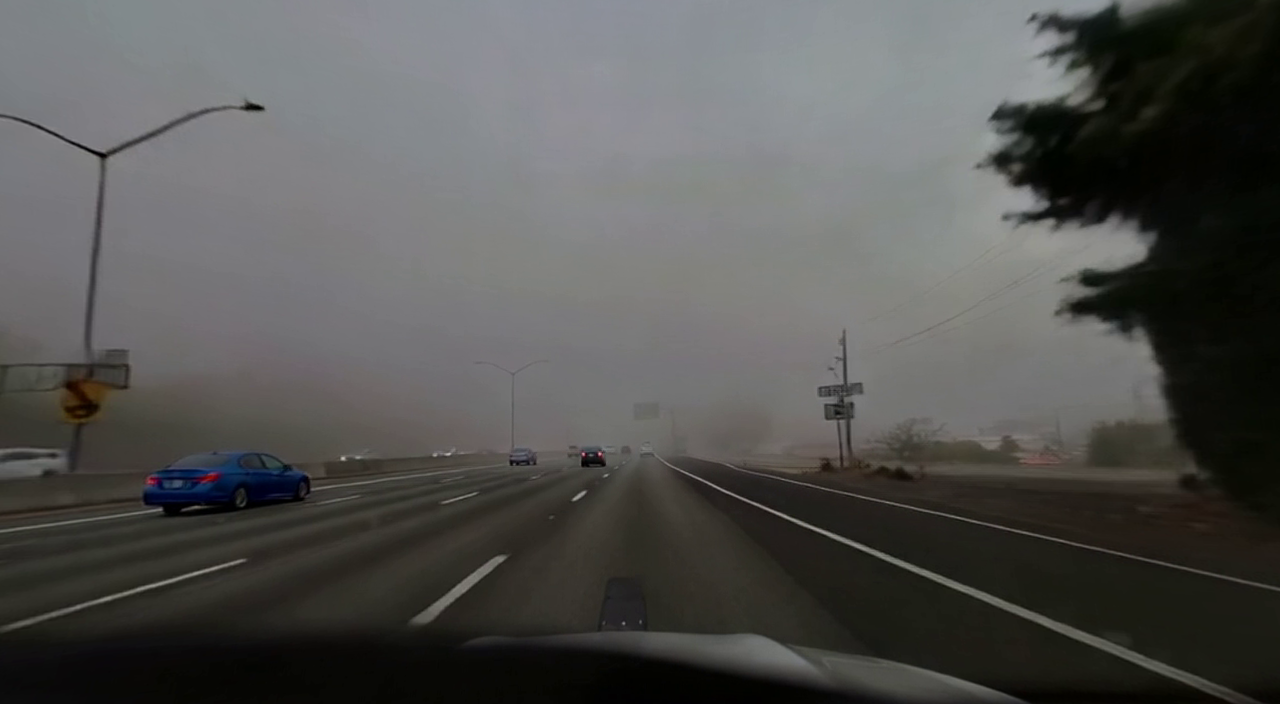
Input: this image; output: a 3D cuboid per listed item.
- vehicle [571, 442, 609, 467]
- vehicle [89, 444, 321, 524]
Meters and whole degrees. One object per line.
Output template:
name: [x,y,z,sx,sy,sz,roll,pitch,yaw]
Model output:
vehicle: [-3.139,6.543,40.602,2.050,1.479,4.342,-1,-8,1]
vehicle: [-9.894,2.981,14.985,2.002,1.526,4.822,-1,-8,1]
